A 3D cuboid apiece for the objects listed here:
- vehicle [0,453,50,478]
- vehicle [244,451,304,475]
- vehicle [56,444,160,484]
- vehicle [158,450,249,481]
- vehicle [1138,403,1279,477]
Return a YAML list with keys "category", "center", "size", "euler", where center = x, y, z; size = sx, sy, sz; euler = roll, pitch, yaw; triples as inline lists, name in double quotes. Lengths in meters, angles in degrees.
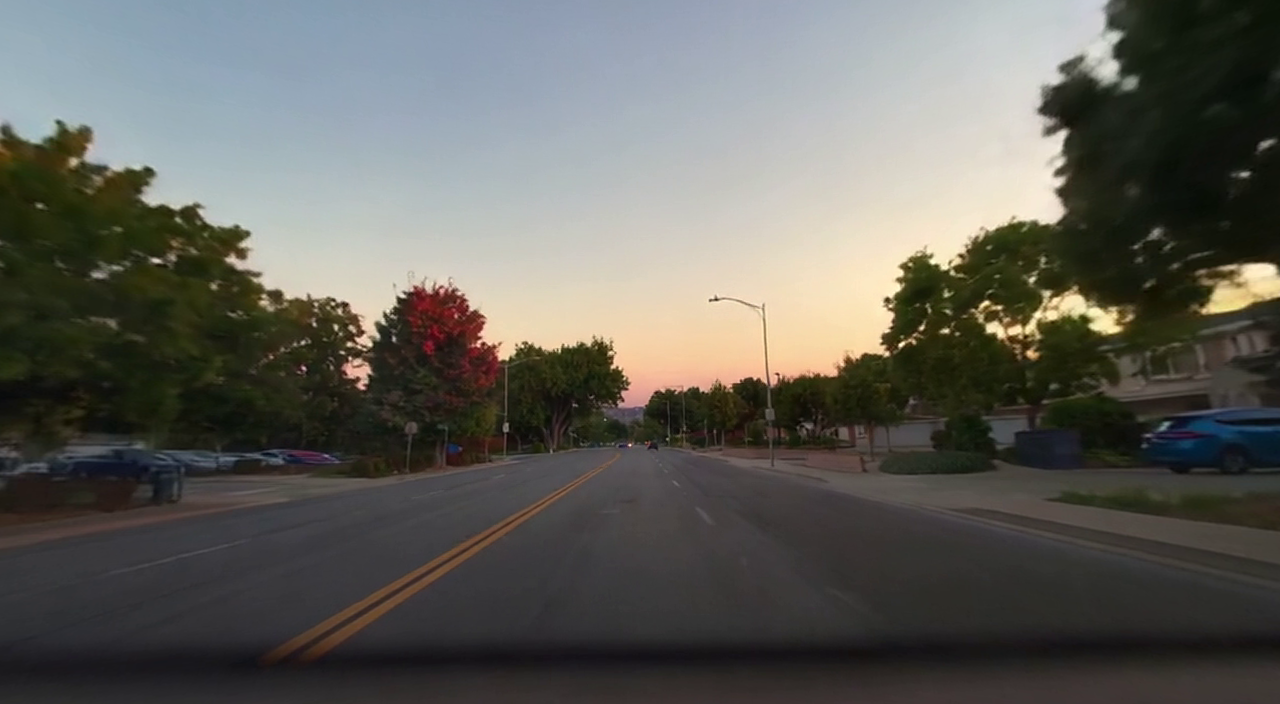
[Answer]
- category: "vehicle"
  center: [-40.854, 7.241, 40.355]
  size: [4.030, 1.467, 1.994]
  euler: [4, -9, -25]
- category: "vehicle"
  center: [-28.298, 8.530, 48.808]
  size: [4.425, 1.570, 1.959]
  euler: [-3, -8, 30]
- category: "vehicle"
  center: [-28.971, 6.032, 34.363]
  size: [5.502, 1.936, 2.147]
  euler: [-4, -8, 26]
- category: "vehicle"
  center: [-23.449, 6.055, 33.943]
  size: [4.584, 1.562, 2.091]
  euler: [-5, -10, 29]
- category: "vehicle"
  center: [21.223, 3.033, 21.817]
  size: [6.048, 2.416, 2.158]
  euler: [0, -9, 0]
